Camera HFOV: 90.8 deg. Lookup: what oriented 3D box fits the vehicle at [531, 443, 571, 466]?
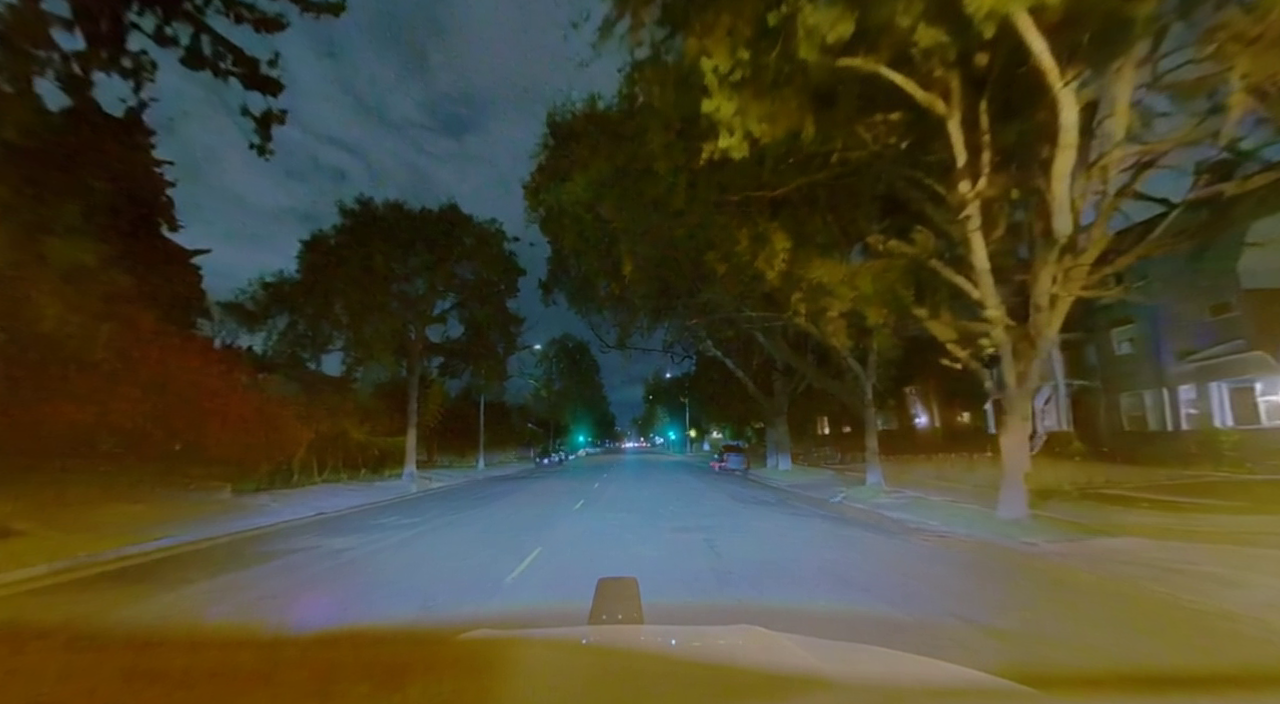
[{"bbox_3d":[-6.152,7.140,44.178,2.026,1.449,4.422,-1,-8,2],"label":"vehicle"}]
